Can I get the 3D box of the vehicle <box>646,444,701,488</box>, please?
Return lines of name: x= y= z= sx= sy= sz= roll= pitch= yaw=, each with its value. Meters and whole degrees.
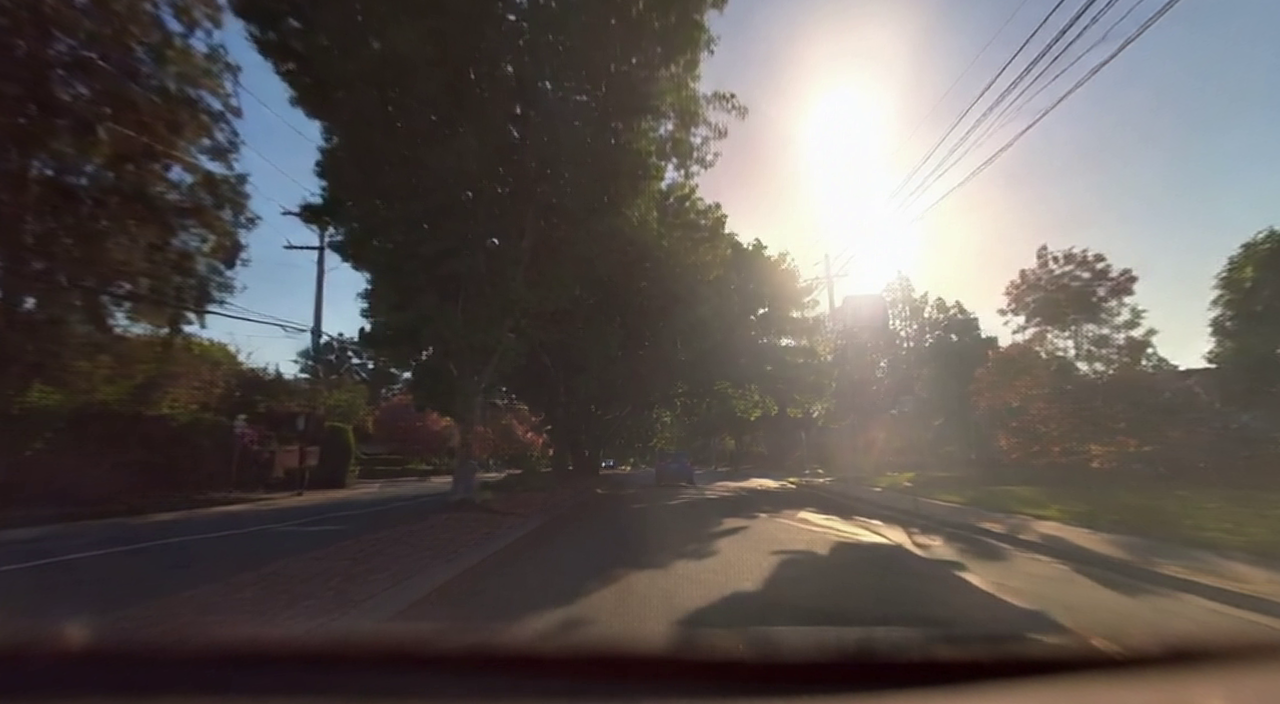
vehicle: x=1.363 y=4.797 z=26.859 sx=2.139 sy=1.699 sz=3.916 roll=0 pitch=-9 yaw=1
